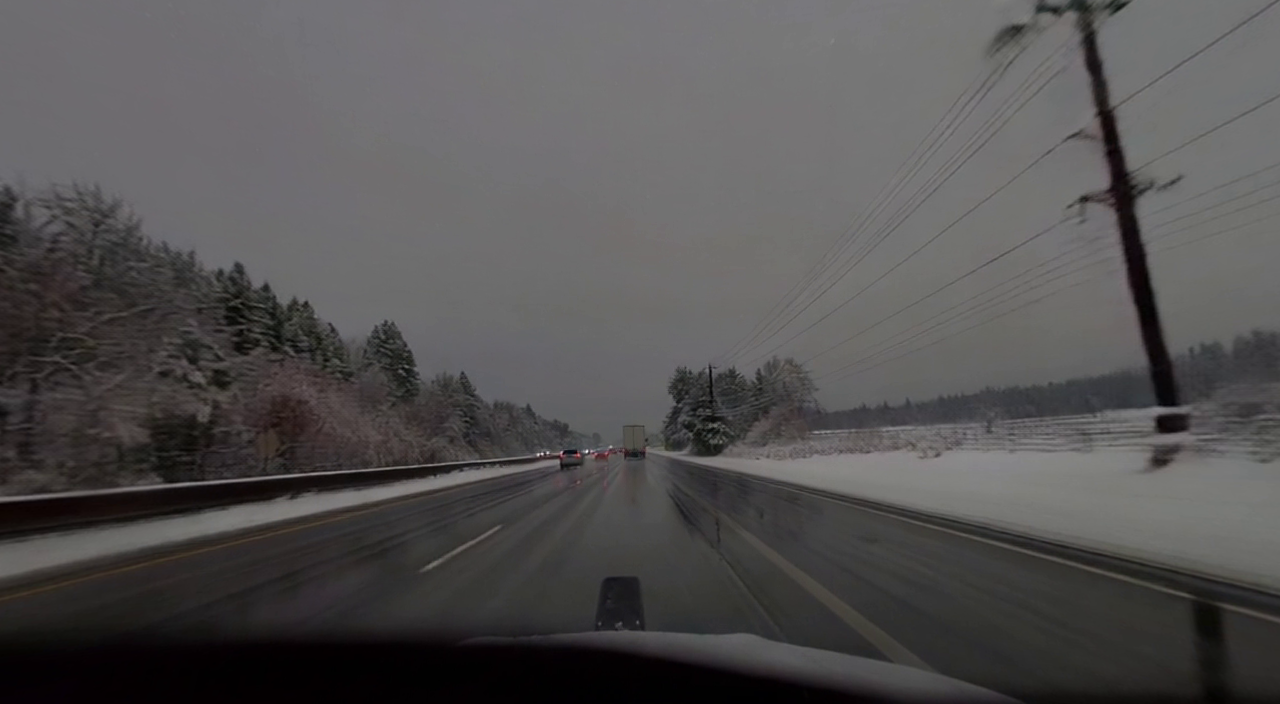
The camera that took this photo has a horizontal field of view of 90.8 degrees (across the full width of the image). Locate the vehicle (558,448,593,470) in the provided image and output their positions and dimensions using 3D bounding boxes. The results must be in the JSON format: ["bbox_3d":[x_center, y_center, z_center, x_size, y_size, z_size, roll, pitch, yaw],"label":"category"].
[{"bbox_3d":[-4.506,7.559,44.710,2.106,1.445,4.404,0,-9,-1],"label":"vehicle"}]
